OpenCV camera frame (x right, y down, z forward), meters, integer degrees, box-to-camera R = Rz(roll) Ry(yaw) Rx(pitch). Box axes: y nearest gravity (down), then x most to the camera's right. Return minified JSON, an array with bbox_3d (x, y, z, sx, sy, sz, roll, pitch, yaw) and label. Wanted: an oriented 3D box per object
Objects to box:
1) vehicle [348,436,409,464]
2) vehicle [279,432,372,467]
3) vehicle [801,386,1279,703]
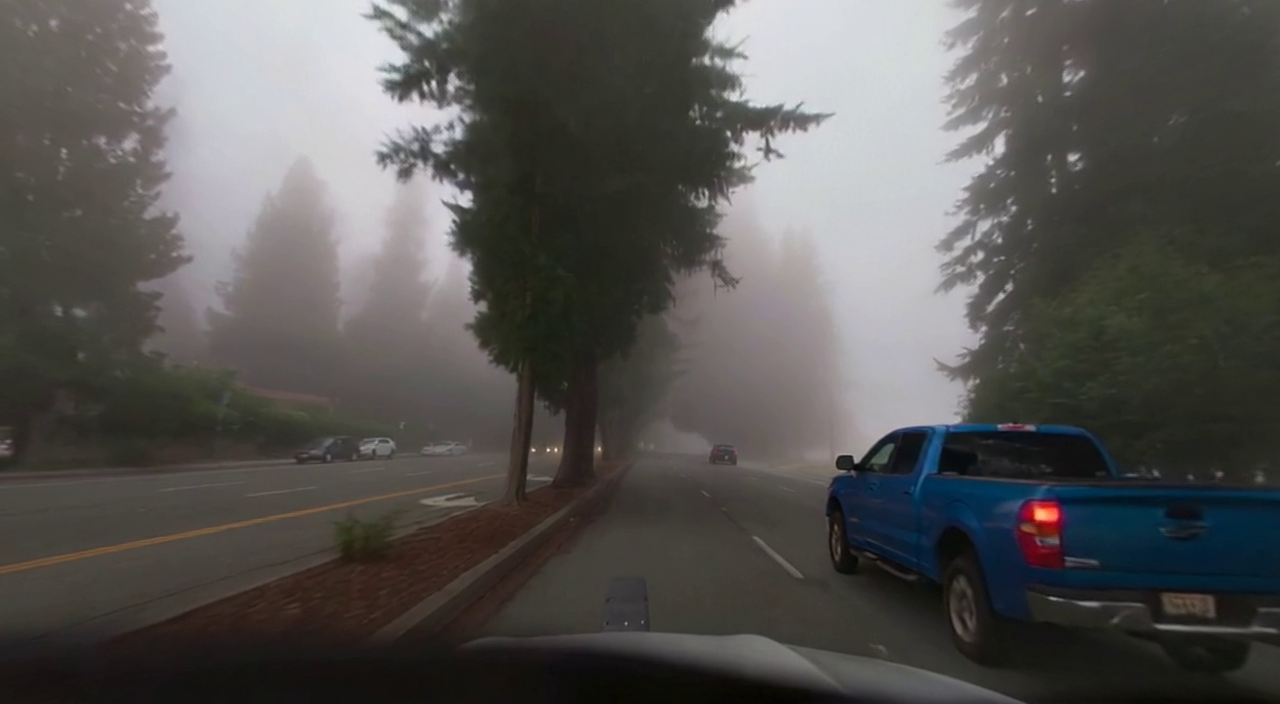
[{"bbox_3d":[-18.060,6.763,43.758,2.051,1.821,4.721,0,-8,2],"label":"vehicle"},{"bbox_3d":[-18.242,5.712,37.007,2.398,1.883,5.729,-1,-8,2],"label":"vehicle"},{"bbox_3d":[3.112,1.374,5.630,2.108,1.712,4.616,0,-8,0],"label":"vehicle"}]
